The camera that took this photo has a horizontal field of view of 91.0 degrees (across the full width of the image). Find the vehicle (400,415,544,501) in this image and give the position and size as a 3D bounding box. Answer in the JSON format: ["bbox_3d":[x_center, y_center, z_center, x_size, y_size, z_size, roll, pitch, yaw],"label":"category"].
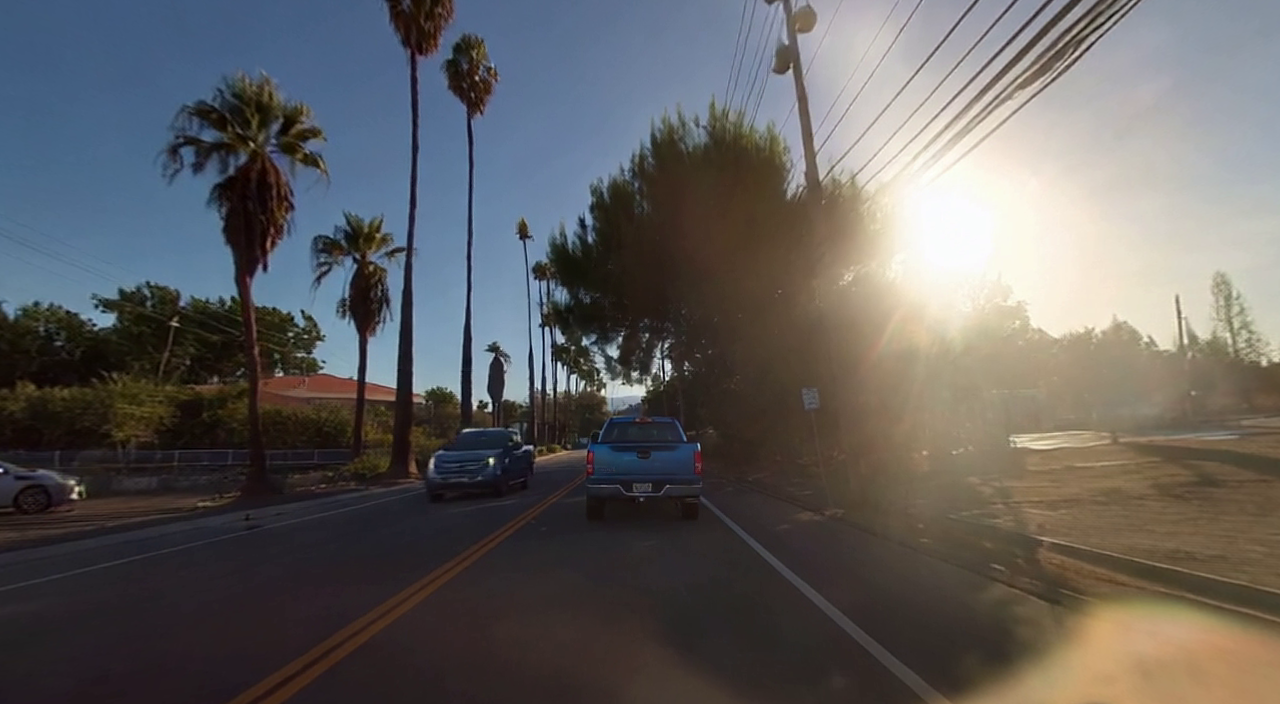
[{"bbox_3d":[-4.438,2.955,17.867,2.590,2.032,5.566,0,-8,-1],"label":"vehicle"}]

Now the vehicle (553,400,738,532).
[{"bbox_3d":[0.053,2.177,12.615,2.803,2.005,5.885,0,-8,-1],"label":"vehicle"}]
